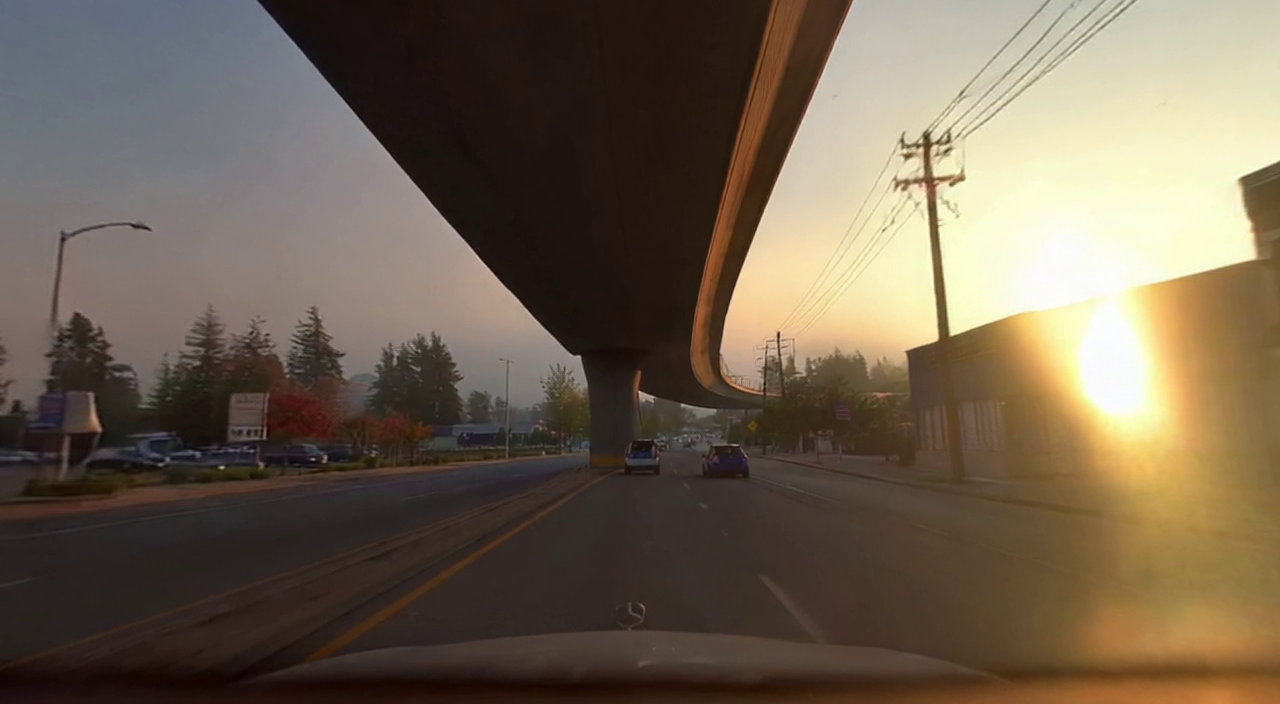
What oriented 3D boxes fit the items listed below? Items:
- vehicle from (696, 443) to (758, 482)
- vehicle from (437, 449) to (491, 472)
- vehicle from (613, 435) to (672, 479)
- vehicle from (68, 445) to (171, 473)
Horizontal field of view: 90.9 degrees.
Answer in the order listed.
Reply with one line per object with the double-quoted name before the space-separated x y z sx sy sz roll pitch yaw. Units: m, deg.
"vehicle" 3.556 4.594 26.568 1.954 1.479 4.557 0 -9 0
"vehicle" -12.548 7.743 45.225 1.995 1.472 4.704 -1 -9 8
"vehicle" 0.168 4.713 28.465 2.441 1.813 4.581 0 -9 1
"vehicle" -33.612 6.910 40.836 4.540 1.717 2.066 2 -9 -13
